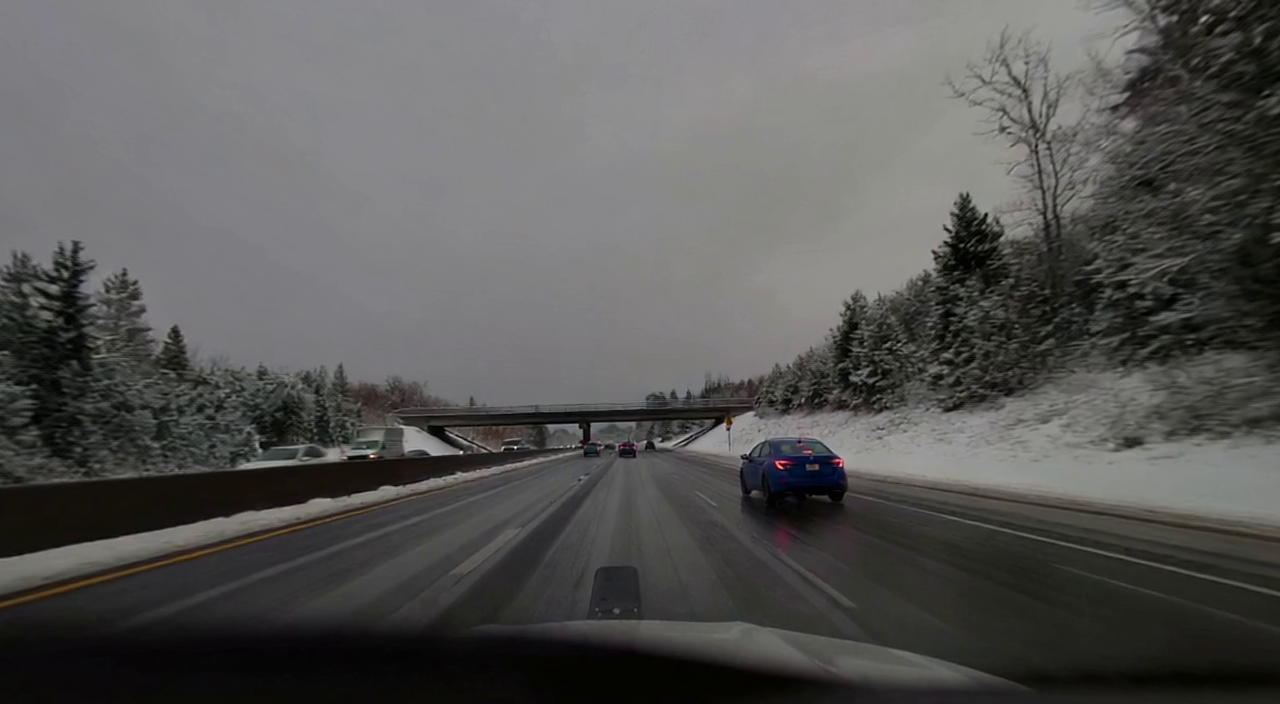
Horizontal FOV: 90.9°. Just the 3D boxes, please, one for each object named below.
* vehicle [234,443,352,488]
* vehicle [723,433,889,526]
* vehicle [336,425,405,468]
[{"bbox_3d":[-12.409,4.062,22.933,1.844,1.418,4.275,0,-8,0],"label":"vehicle"},{"bbox_3d":[3.021,2.392,12.558,2.079,1.515,4.196,0,-8,-1],"label":"vehicle"},{"bbox_3d":[-16.782,5.882,39.637,2.100,2.508,5.044,0,-8,-1],"label":"vehicle"}]
